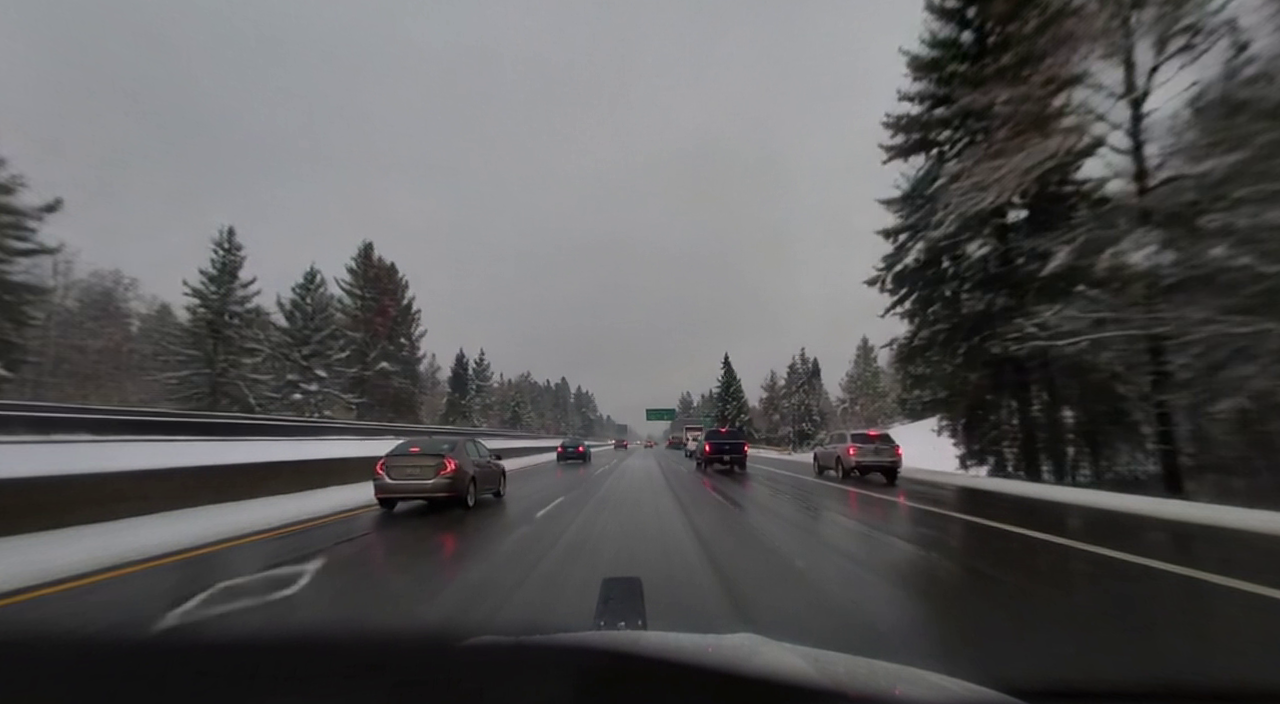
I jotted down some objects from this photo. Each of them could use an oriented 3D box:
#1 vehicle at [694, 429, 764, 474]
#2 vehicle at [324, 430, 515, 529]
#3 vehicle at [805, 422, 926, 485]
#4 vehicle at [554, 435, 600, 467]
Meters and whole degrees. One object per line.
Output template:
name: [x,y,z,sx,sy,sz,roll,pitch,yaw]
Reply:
vehicle: [4.137,4.762,30.427,2.517,1.935,5.552,0,-8,-1]
vehicle: [-3.737,2.231,11.593,1.978,1.473,4.073,0,-8,1]
vehicle: [7.908,3.637,22.903,2.291,1.968,5.662,0,-8,0]
vehicle: [-3.371,5.411,34.489,2.020,1.628,4.248,0,-8,1]
